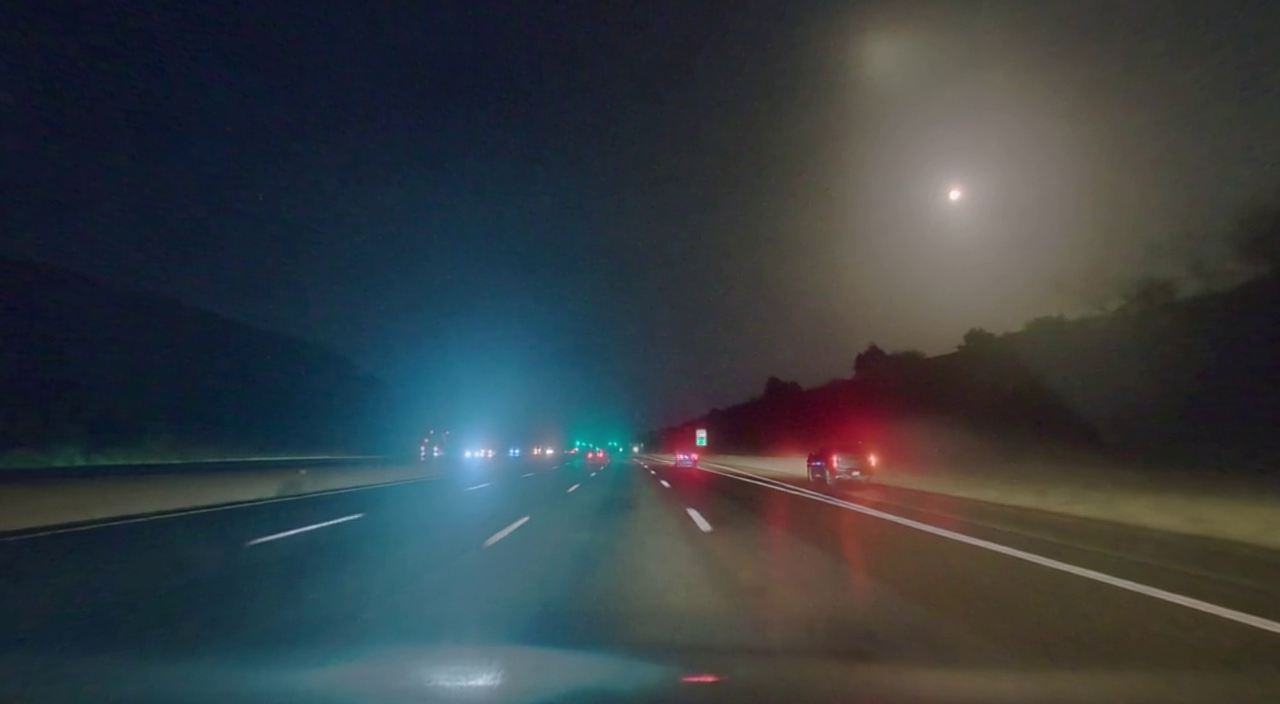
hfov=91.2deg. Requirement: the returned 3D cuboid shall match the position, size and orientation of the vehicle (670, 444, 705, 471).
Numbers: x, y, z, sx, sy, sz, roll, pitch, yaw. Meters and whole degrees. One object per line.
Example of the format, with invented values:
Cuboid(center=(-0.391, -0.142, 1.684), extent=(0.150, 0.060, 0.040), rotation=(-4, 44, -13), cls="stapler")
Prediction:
Cuboid(center=(2.948, 6.657, 39.715), extent=(1.895, 1.555, 4.030), rotation=(0, -9, 0), cls="vehicle")
